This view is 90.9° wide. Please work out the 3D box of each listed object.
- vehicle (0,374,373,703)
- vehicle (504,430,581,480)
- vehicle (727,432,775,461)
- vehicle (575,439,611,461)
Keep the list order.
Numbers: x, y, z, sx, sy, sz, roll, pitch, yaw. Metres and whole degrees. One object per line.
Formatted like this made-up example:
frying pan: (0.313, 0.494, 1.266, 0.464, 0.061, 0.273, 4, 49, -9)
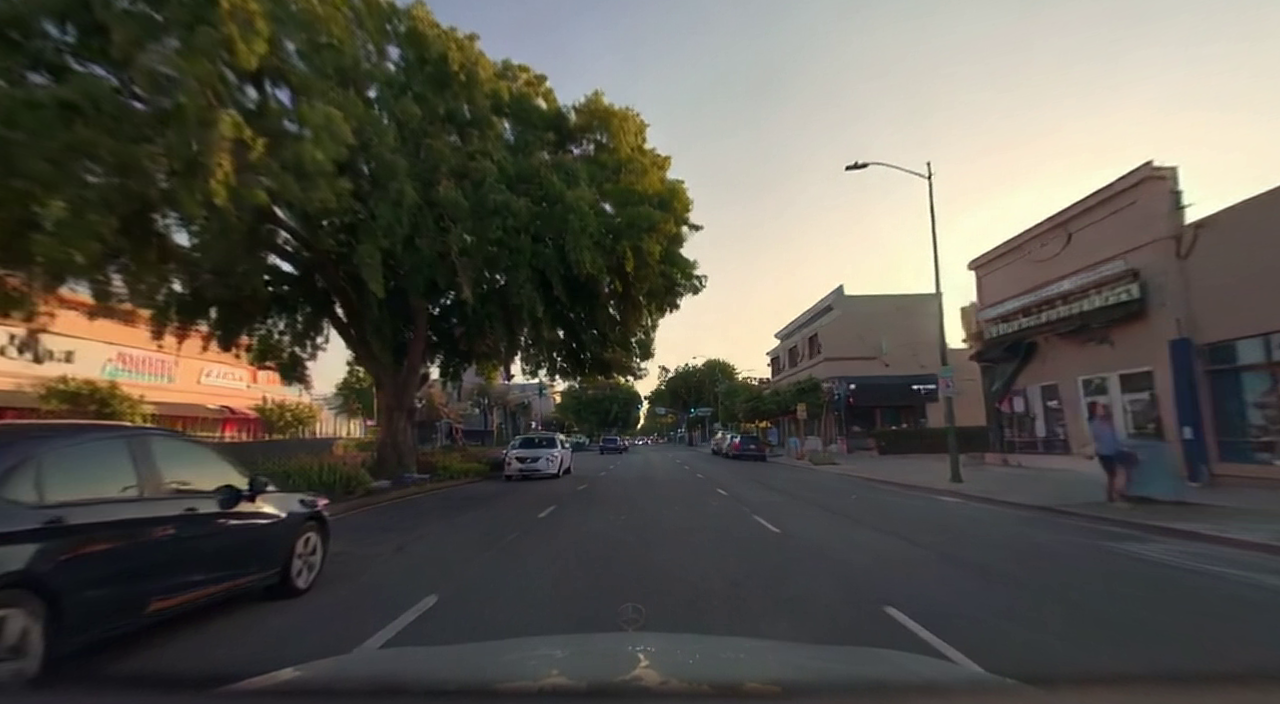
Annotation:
vehicle: (-3.538, 1.014, 3.578, 2.032, 1.511, 4.424, 0, -9, 1)
vehicle: (-3.382, 3.680, 22.690, 2.024, 1.636, 4.121, 0, -9, 1)
vehicle: (7.761, 6.701, 44.660, 2.256, 1.936, 5.838, 0, -9, 0)
vehicle: (-3.204, 6.807, 43.855, 2.044, 1.462, 4.624, 0, -9, 1)
